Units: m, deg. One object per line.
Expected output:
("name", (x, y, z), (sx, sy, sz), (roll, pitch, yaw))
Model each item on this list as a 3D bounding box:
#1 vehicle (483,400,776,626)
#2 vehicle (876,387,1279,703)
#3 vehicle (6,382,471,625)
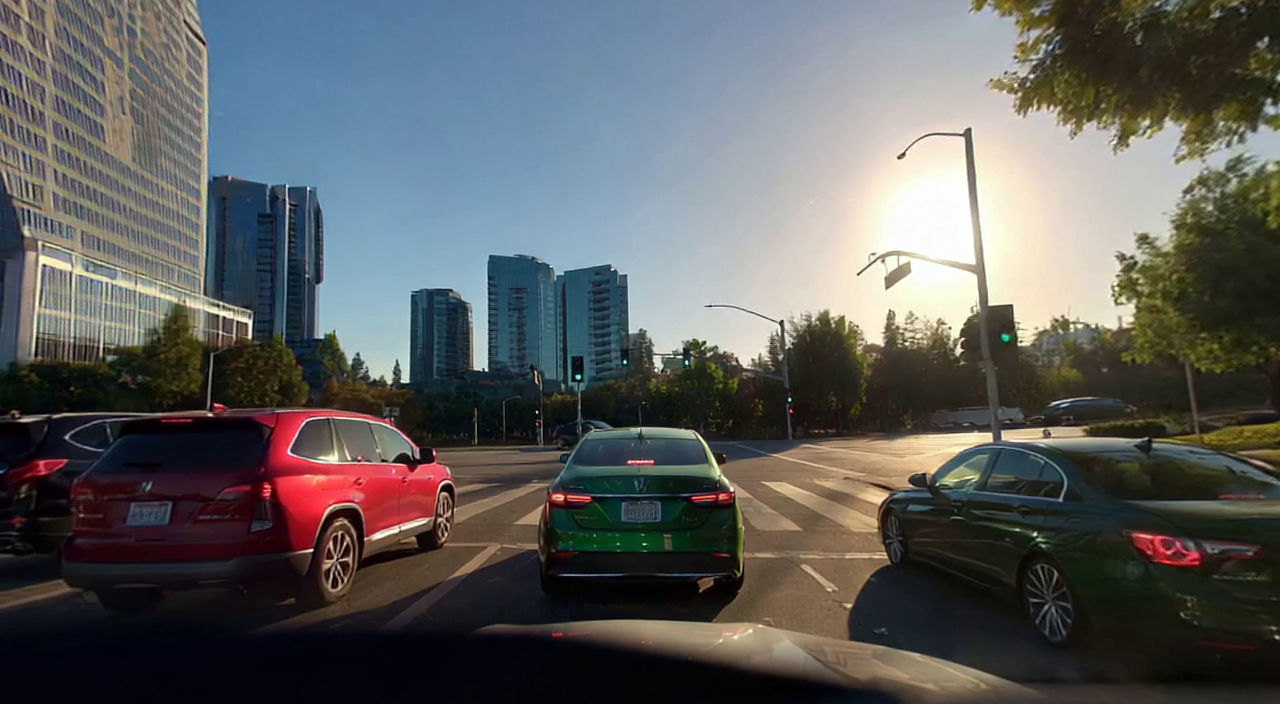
("vehicle", (-0.055, 1.400, 6.305), (2.047, 1.579, 3.642), (0, -8, 1))
("vehicle", (3.584, 1.202, 4.606), (2.010, 1.486, 4.498), (0, -8, 1))
("vehicle", (-3.559, 1.421, 6.851), (2.014, 1.755, 4.360), (0, -8, 3))
